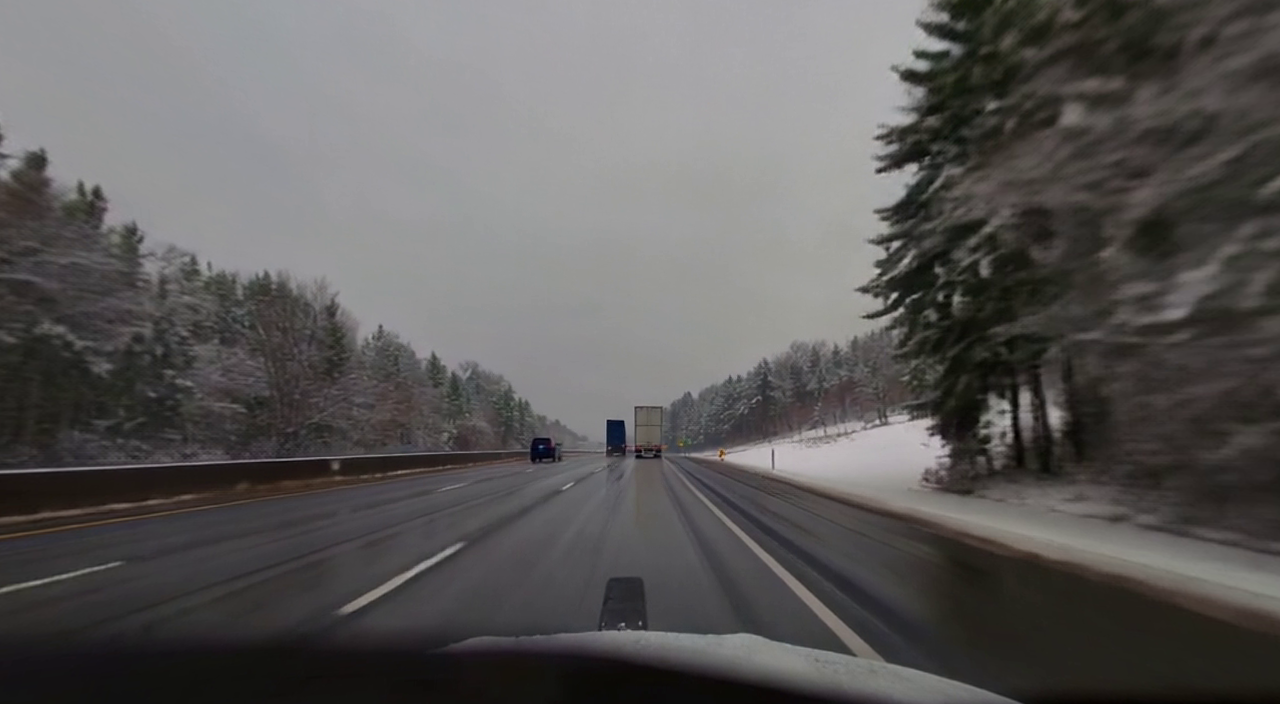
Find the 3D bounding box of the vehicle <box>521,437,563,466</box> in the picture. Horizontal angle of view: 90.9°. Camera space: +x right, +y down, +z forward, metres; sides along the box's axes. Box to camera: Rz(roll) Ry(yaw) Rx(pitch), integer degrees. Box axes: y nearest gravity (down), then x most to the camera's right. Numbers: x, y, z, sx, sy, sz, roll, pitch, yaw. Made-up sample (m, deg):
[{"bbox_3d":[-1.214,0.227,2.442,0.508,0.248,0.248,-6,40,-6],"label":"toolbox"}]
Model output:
[{"bbox_3d":[-6.827,6.972,44.437,2.149,1.884,4.627,0,-8,2],"label":"vehicle"}]
